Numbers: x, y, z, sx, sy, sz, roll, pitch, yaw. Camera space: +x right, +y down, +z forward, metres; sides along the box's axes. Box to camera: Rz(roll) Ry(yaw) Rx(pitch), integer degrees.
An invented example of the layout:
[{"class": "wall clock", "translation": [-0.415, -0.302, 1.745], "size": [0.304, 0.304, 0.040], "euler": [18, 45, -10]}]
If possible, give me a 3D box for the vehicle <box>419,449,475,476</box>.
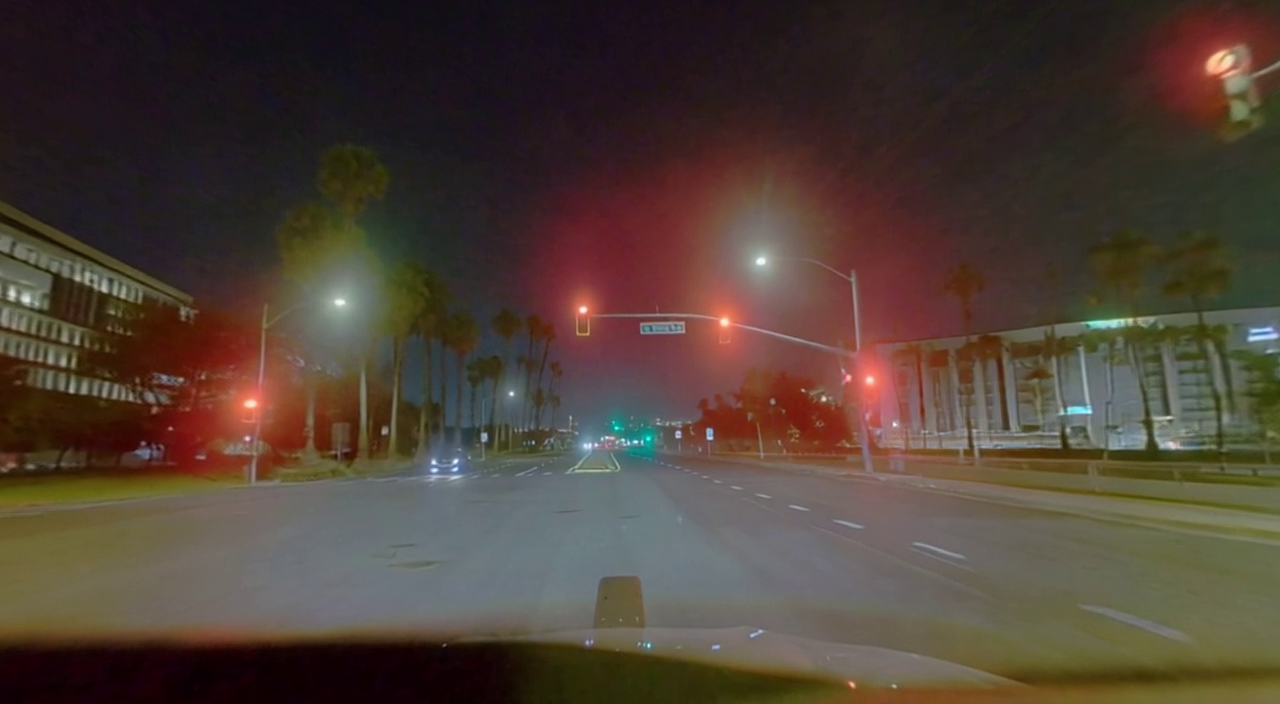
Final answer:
[{"class": "vehicle", "translation": [-11.391, 6.521, 37.571], "size": [2.149, 1.477, 4.186], "euler": [0, -9, -3]}]
